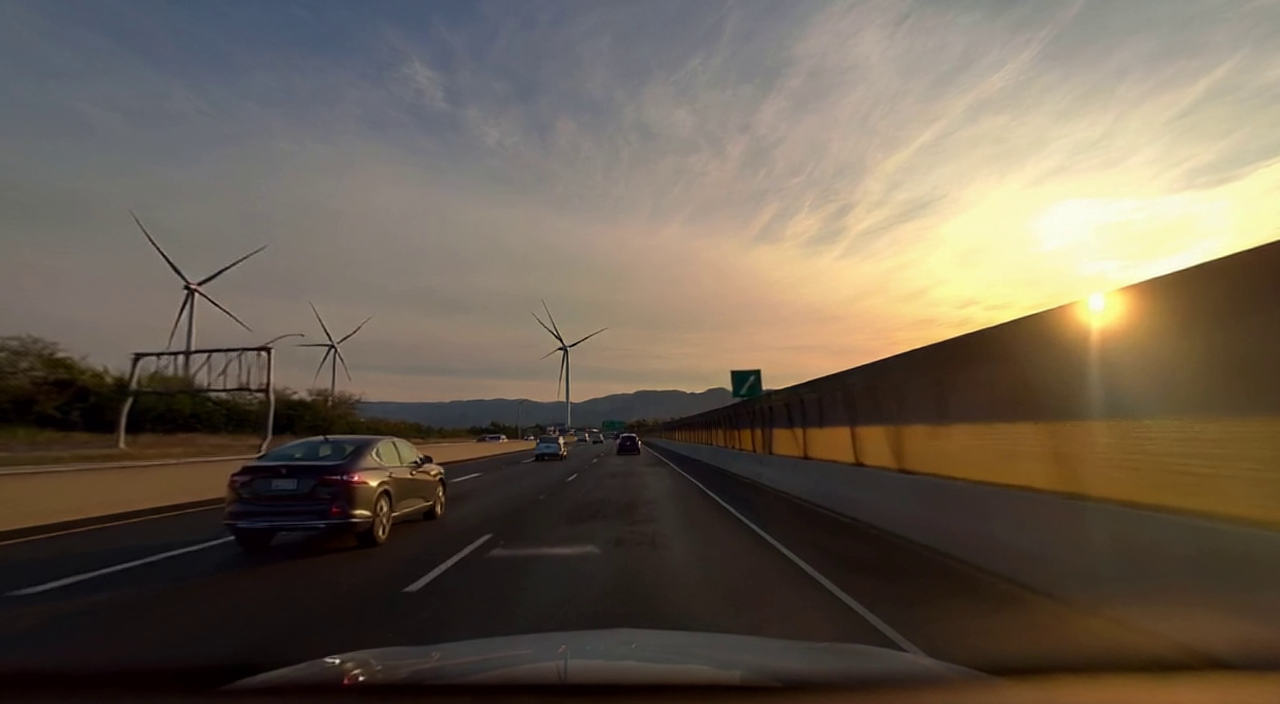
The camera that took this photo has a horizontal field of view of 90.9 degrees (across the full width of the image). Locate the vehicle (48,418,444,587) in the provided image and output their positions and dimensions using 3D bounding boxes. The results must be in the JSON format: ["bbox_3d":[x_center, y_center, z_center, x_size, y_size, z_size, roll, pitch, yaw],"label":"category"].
[{"bbox_3d":[-4.172,1.630,7.880,1.998,1.468,4.635,0,-8,-1],"label":"vehicle"}]

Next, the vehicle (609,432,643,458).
[{"bbox_3d":[-0.830,5.734,38.936,2.027,1.550,3.607,0,-8,-1],"label":"vehicle"}]

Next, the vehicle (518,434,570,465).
[{"bbox_3d":[-4.761,4.908,31.928,2.059,1.436,3.802,0,-8,0],"label":"vehicle"}]
